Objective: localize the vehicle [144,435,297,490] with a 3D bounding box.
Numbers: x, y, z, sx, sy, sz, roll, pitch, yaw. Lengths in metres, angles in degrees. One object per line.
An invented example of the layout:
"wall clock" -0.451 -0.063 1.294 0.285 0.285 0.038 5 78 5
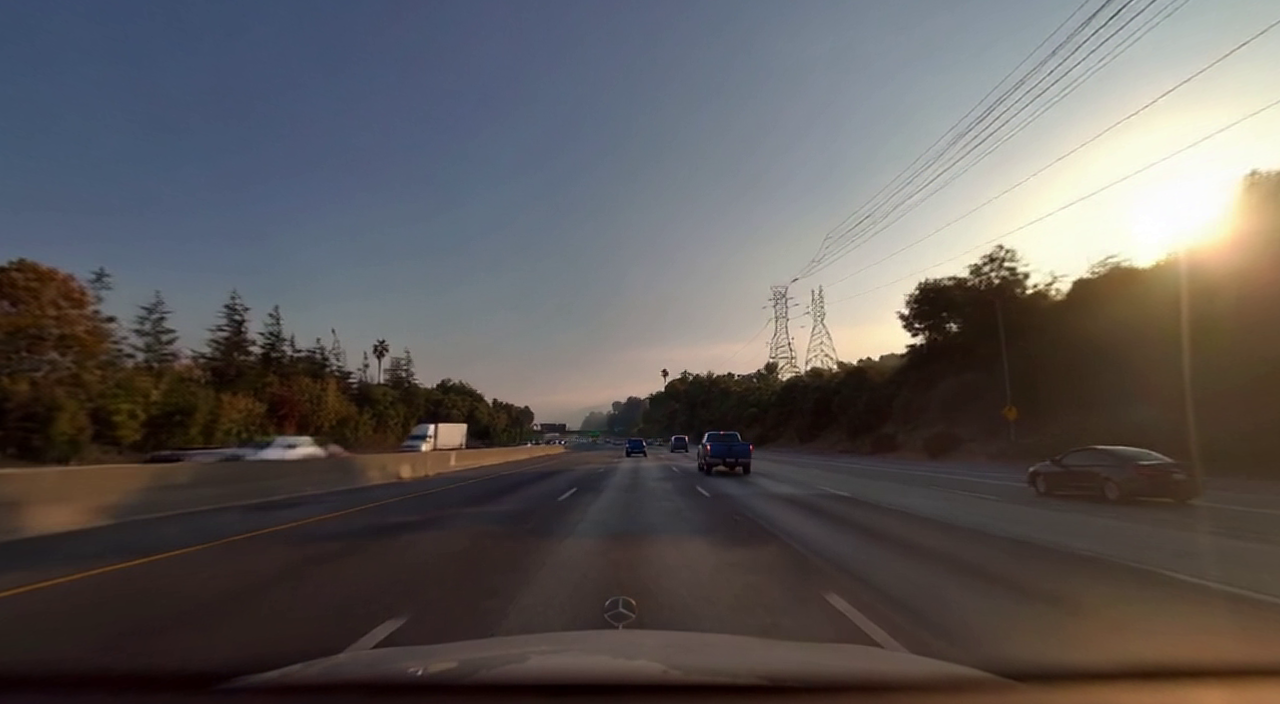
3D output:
"vehicle" -13.421 3.543 20.552 1.928 1.574 4.428 0 -9 0

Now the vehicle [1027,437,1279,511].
"vehicle" 11.718 2.790 14.953 2.076 1.470 4.644 0 -9 0
